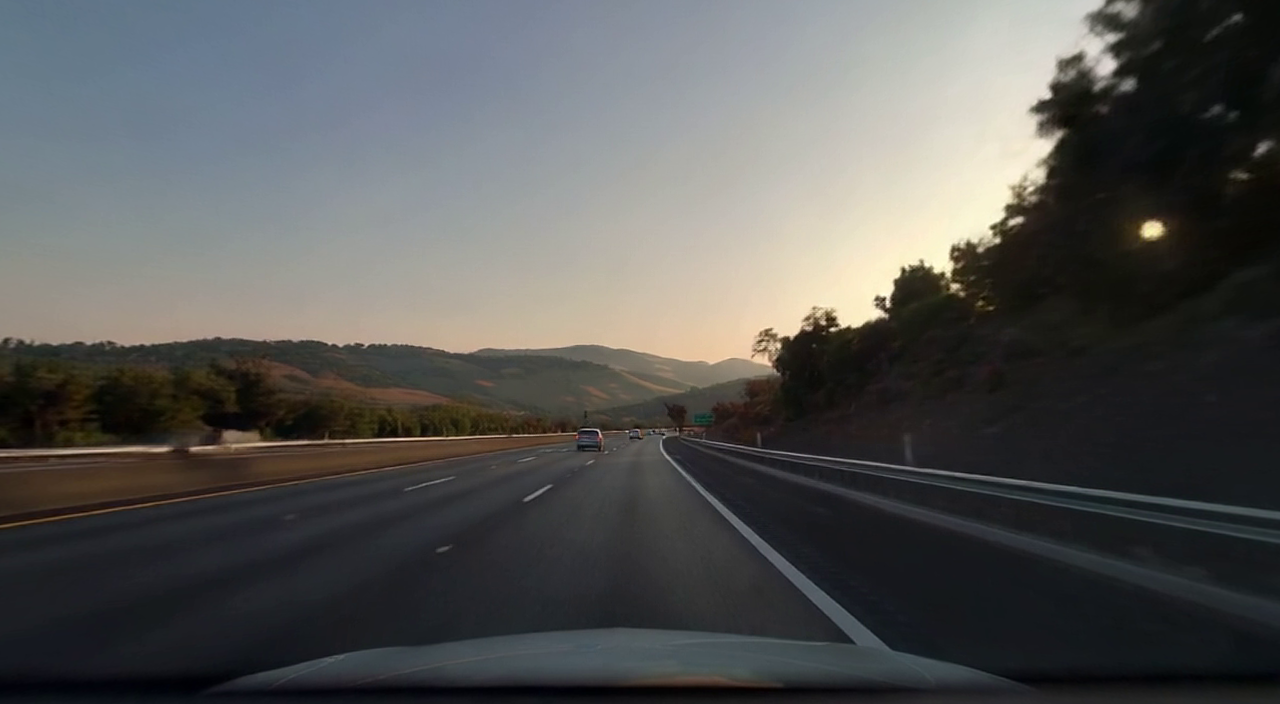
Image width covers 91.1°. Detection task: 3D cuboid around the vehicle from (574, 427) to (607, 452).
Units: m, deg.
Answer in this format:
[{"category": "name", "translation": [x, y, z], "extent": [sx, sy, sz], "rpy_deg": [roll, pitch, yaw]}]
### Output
[{"category": "vehicle", "translation": [-3.649, 6.530, 47.012], "extent": [1.980, 1.721, 4.419], "rpy_deg": [0, -8, 1]}]

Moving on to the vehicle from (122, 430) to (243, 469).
[{"category": "vehicle", "translation": [-19.359, 4.125, 26.872], "extent": [1.881, 1.517, 4.312], "rpy_deg": [0, -8, 1]}]
